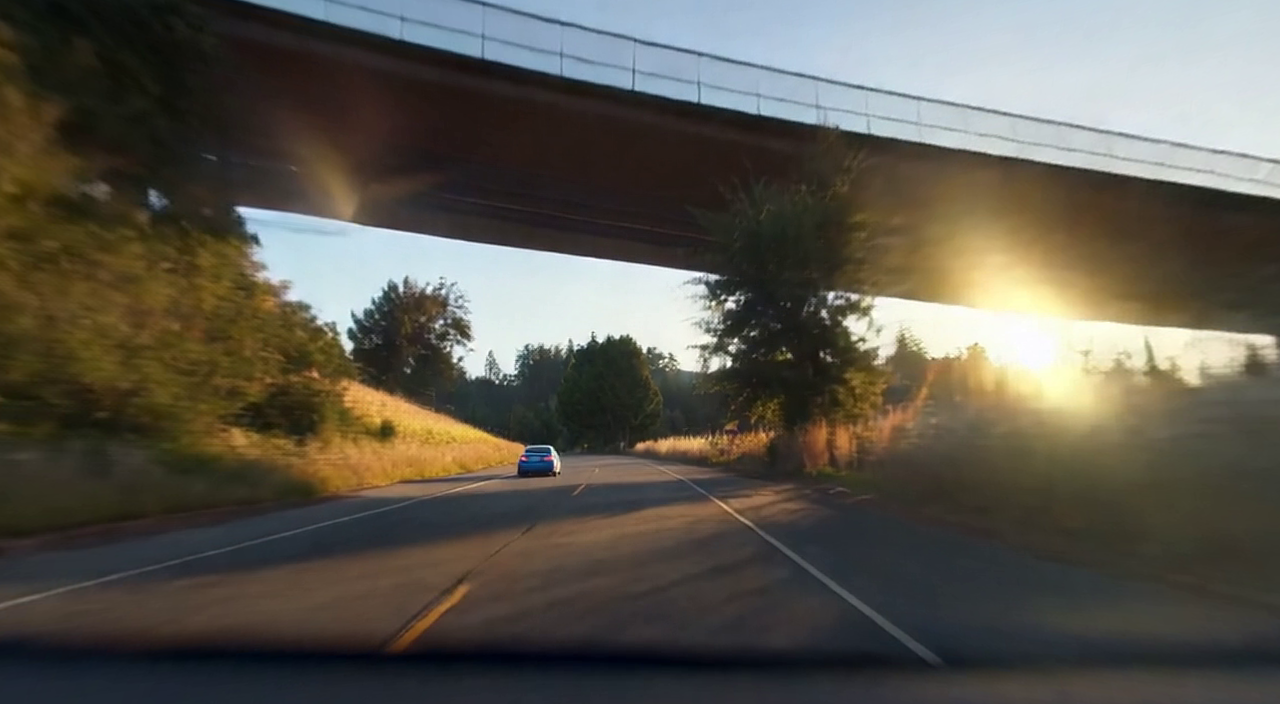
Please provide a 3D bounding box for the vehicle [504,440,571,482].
[{"bbox_3d":[-3.937,4.279,25.015,1.968,1.503,4.443,0,-8,-1],"label":"vehicle"}]
